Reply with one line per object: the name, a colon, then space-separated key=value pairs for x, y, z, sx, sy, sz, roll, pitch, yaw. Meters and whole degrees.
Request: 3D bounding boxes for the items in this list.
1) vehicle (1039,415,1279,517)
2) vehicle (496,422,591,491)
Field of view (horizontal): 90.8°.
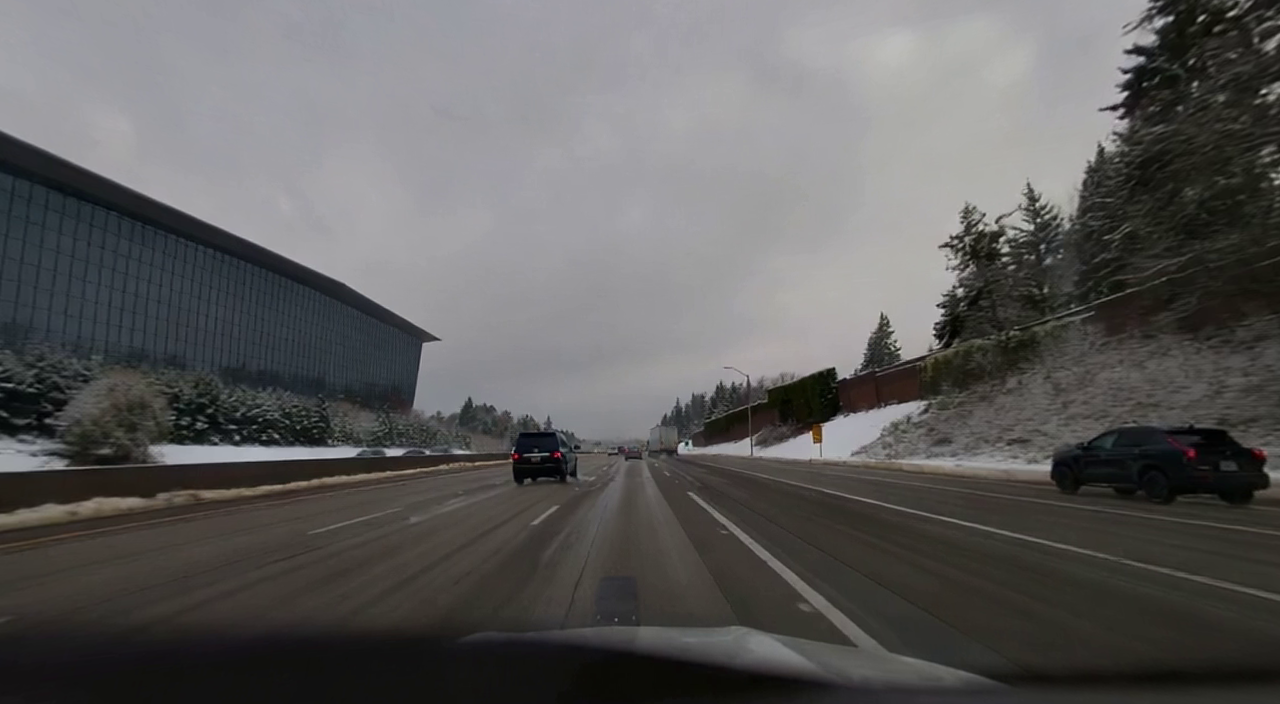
vehicle: x=11.503 y=2.422 z=13.808 sx=2.089 sy=1.787 sz=5.080 roll=0 pitch=-9 yaw=-2
vehicle: x=-3.069 y=3.526 z=21.536 sx=2.284 sy=2.022 sz=5.752 roll=0 pitch=-9 yaw=0
